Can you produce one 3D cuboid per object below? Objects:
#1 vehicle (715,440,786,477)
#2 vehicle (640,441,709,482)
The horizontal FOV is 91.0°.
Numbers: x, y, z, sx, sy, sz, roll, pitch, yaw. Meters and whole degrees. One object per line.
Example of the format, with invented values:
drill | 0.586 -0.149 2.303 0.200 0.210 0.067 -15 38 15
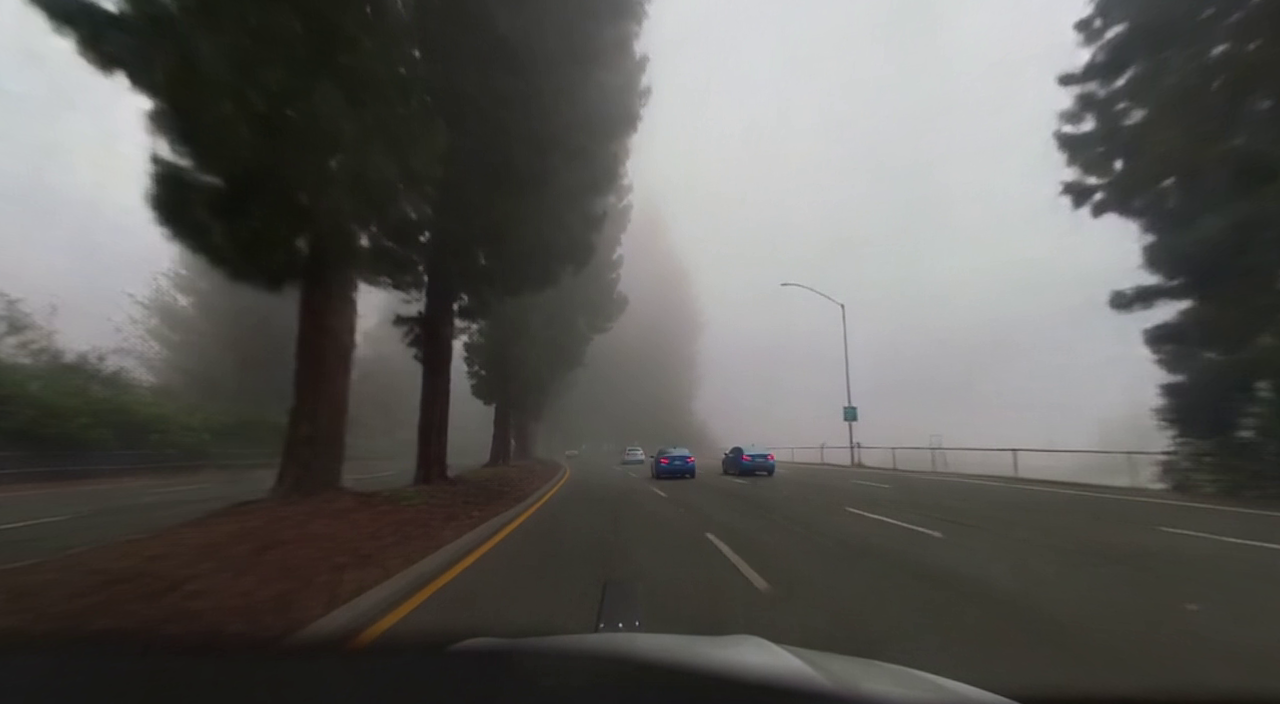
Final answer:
vehicle | 4.734 4.615 27.598 1.901 1.474 4.363 1 -8 -6
vehicle | 1.256 4.286 24.966 2.077 1.464 4.134 1 -8 -6
